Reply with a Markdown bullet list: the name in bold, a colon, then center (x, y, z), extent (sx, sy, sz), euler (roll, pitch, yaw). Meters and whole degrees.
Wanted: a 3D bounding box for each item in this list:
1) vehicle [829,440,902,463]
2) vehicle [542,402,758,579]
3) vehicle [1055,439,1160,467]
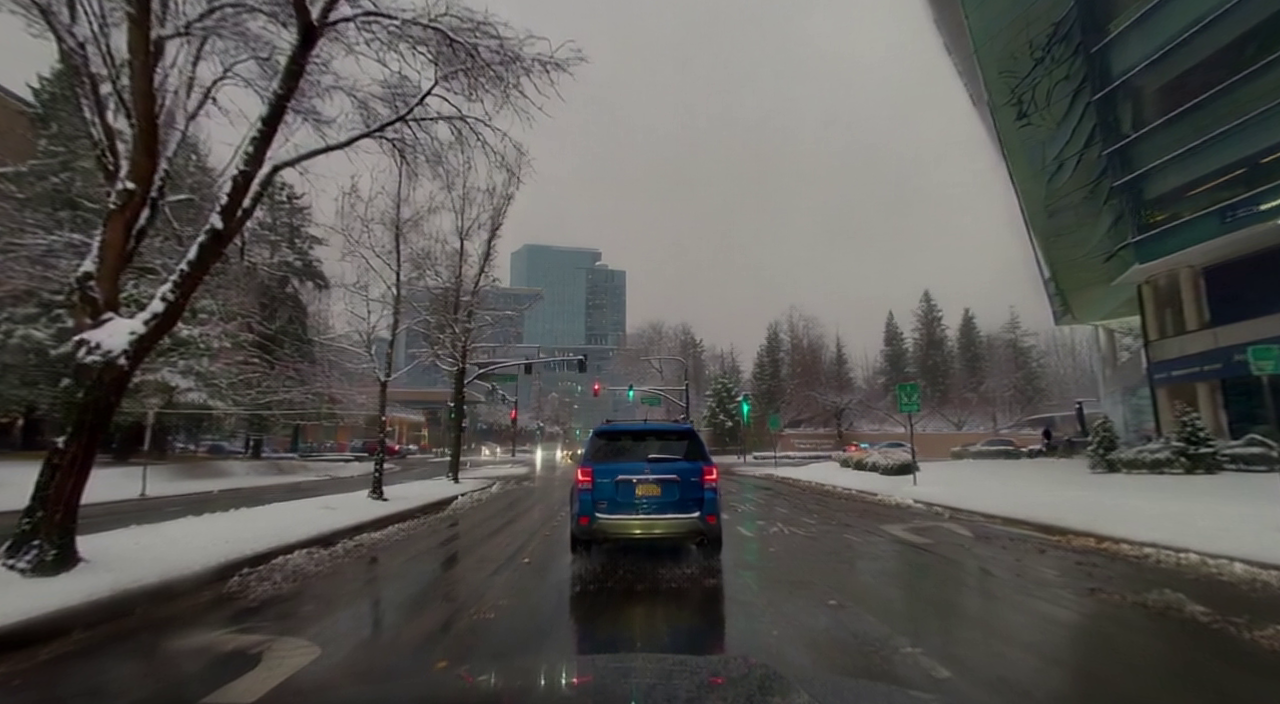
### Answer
- **vehicle**: center (15.916, 7.048, 44.678), extent (4.422, 1.563, 1.751), euler (0, -8, -2)
- **vehicle**: center (0.007, 1.698, 8.490), extent (2.183, 1.765, 4.059), euler (0, -8, -3)
- **vehicle**: center (27.827, 6.006, 37.709), extent (4.571, 1.558, 2.171), euler (0, -8, -2)
